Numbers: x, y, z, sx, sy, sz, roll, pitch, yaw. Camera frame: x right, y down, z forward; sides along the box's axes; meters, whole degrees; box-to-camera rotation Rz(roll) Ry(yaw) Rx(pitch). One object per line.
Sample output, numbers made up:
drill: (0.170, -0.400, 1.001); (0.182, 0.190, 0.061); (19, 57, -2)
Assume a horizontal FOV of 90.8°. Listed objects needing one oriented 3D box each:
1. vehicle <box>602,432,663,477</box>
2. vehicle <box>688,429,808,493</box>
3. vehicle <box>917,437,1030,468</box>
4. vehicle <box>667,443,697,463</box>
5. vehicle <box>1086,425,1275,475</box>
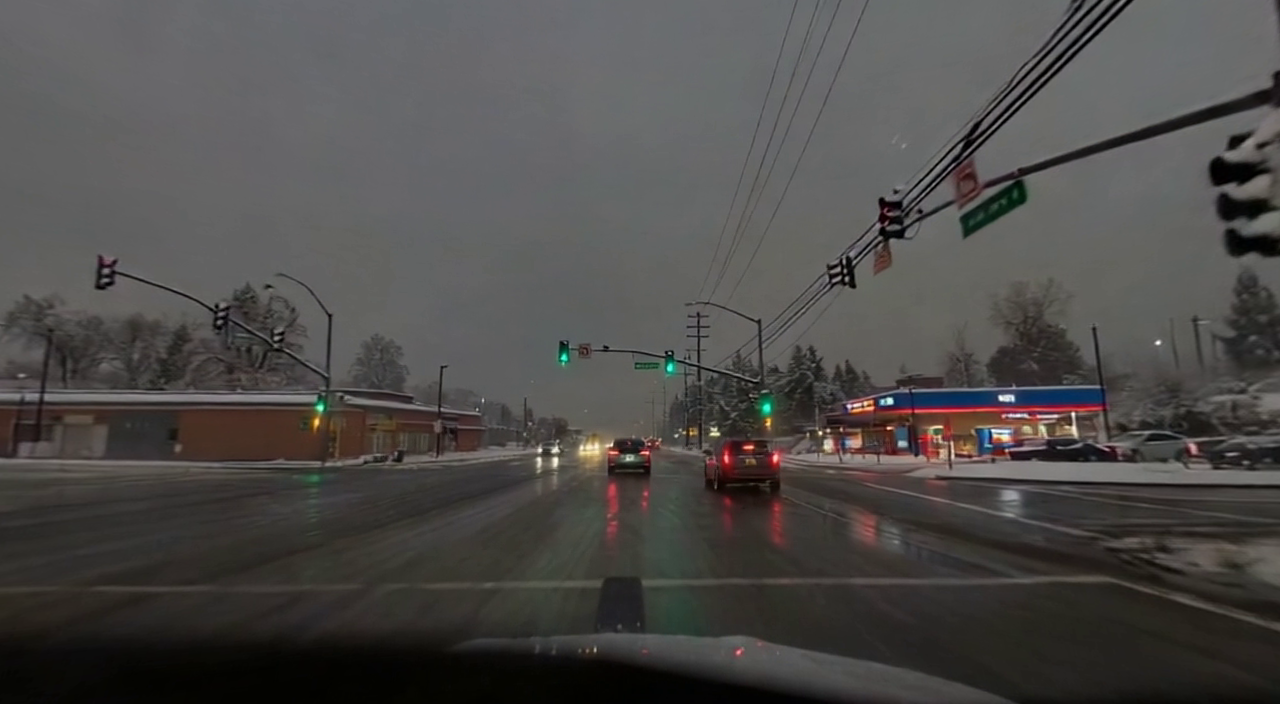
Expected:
vehicle: (-0.275, 3.751, 23.353); (2.065, 1.484, 3.894); (0, -8, -1)
vehicle: (2.663, 2.837, 16.807); (2.208, 1.436, 4.542); (0, -8, -2)
vehicle: (17.067, 5.152, 32.479); (4.749, 1.465, 1.938); (0, -8, -3)
vehicle: (3.250, 7.893, 49.568); (1.971, 1.477, 4.121); (0, -8, -1)
vehicle: (17.419, 3.174, 20.514); (4.436, 1.503, 1.844); (0, -8, -2)
